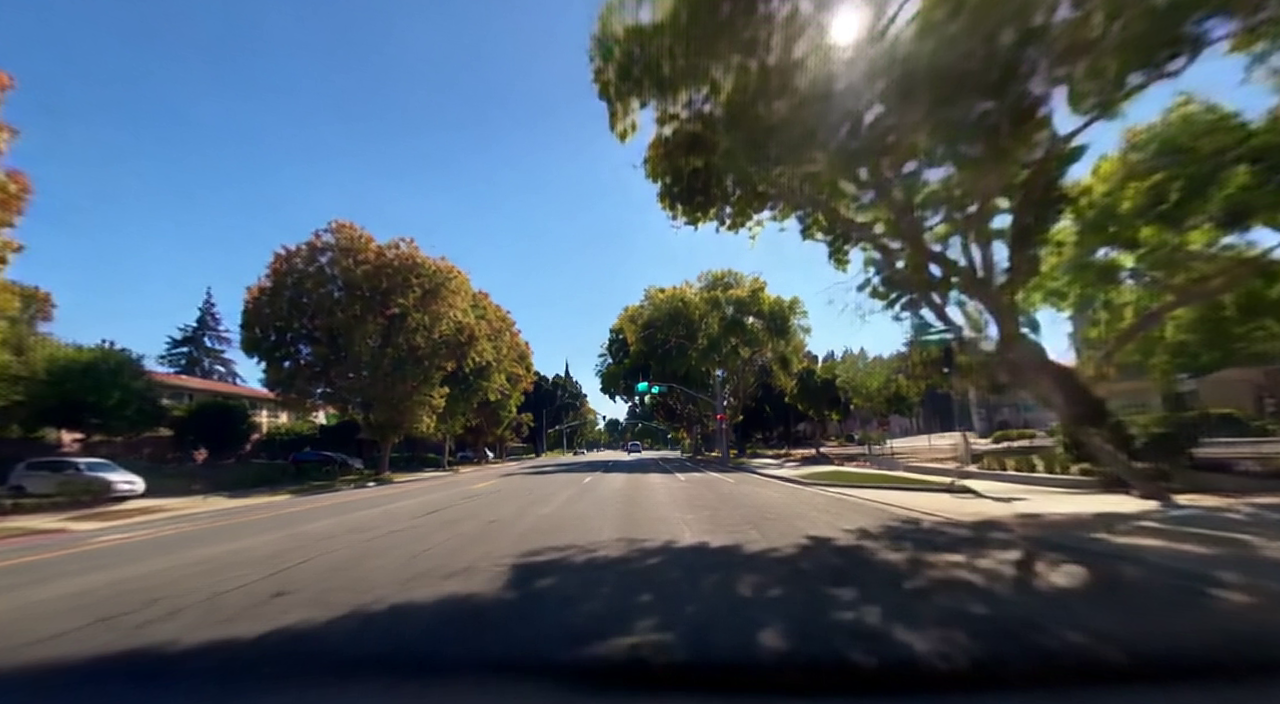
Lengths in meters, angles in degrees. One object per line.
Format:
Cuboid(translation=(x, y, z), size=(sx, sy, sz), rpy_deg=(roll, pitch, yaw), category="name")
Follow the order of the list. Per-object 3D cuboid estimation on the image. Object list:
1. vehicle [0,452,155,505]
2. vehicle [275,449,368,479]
Cuboid(translation=(-20.151, 4.426, 22.389), size=(4.171, 1.728, 2.069), rpy_deg=(0, -9, 1), category="vehicle")
Cuboid(translation=(-20.345, 7.136, 40.501), size=(4.761, 1.812, 2.206), rpy_deg=(0, -9, -1), category="vehicle")
